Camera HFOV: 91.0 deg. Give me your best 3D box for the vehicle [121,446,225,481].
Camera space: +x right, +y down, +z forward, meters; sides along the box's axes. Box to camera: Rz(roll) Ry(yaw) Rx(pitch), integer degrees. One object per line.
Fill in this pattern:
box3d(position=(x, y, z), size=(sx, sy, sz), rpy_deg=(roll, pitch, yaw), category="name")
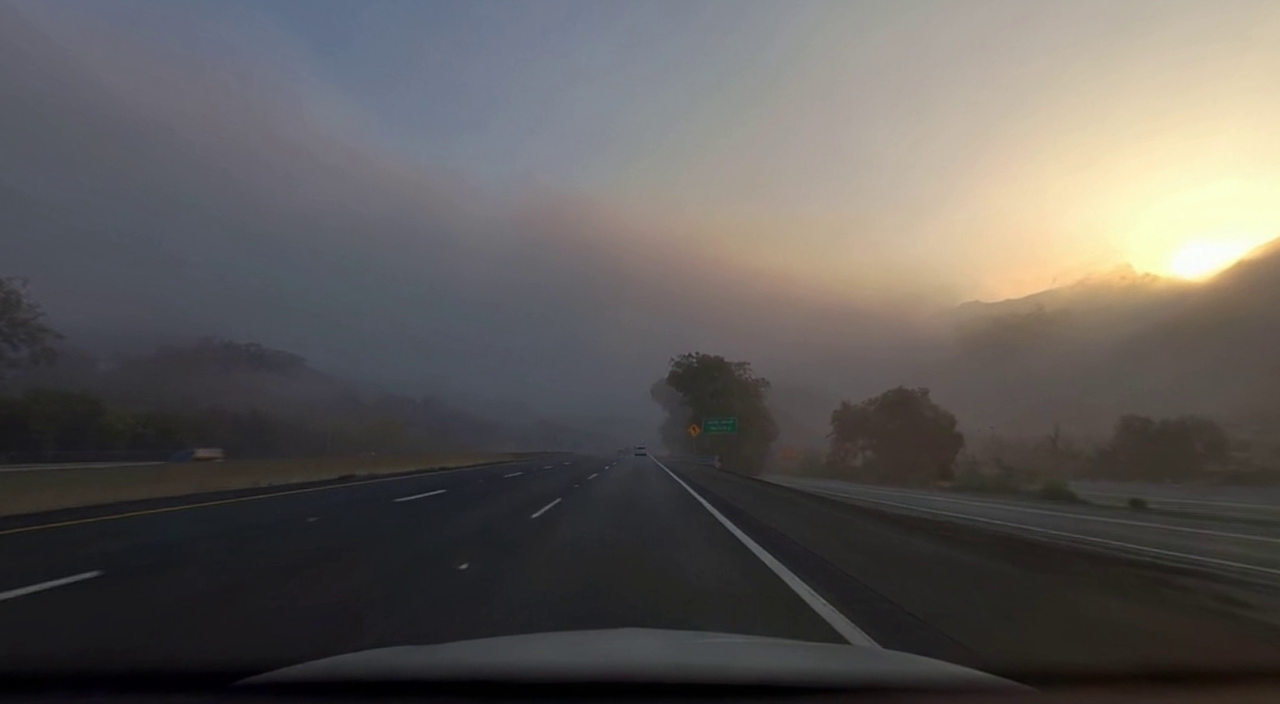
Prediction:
box3d(position=(-36.077, 8.572, 49.021), size=(2.679, 2.503, 6.760), rpy_deg=(-1, -9, 2), category="vehicle")
